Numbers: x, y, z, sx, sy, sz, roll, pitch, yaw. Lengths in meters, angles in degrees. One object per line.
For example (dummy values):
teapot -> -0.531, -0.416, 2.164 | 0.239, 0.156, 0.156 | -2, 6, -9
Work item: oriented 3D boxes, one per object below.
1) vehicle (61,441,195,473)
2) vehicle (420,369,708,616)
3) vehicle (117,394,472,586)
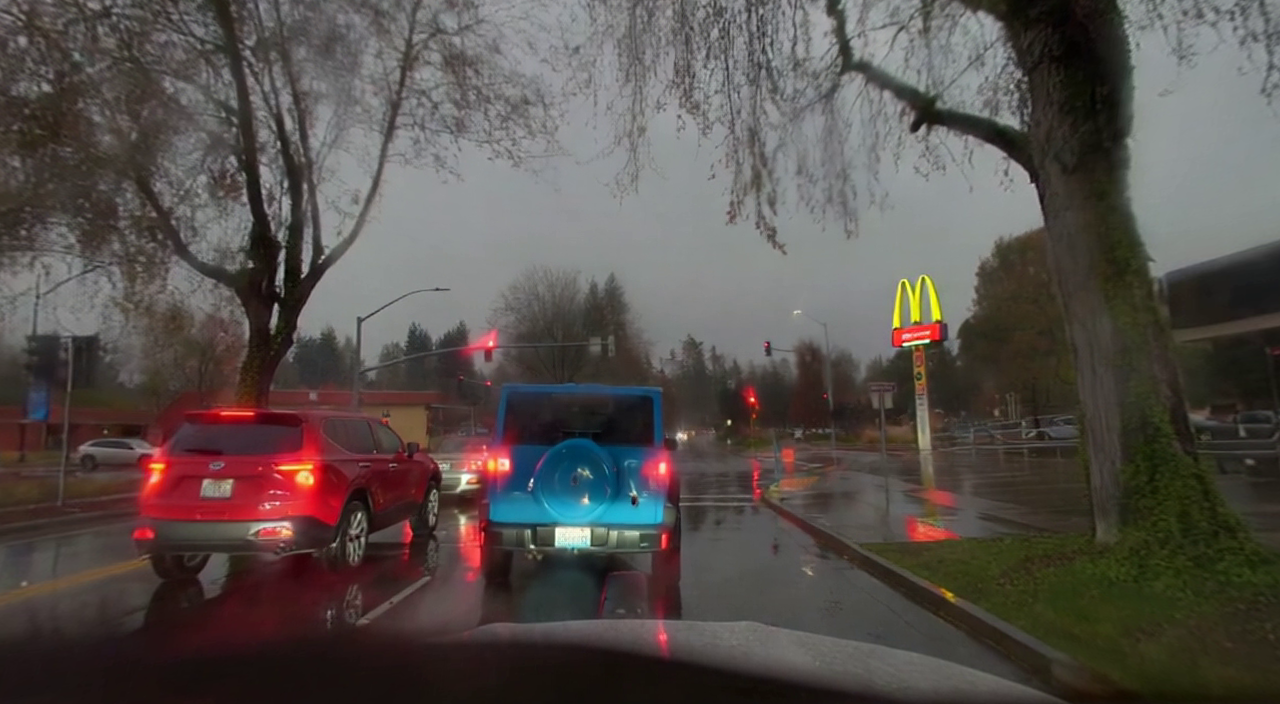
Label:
vehicle -> -25.237, 5.183, 31.372 | 4.713, 1.445, 1.887 | 4, -9, -24
vehicle -> -0.628, 1.432, 7.331 | 2.224, 1.923, 4.643 | 0, -8, -1
vehicle -> -3.906, 1.652, 8.350 | 2.130, 1.819, 4.497 | 0, -8, 0
